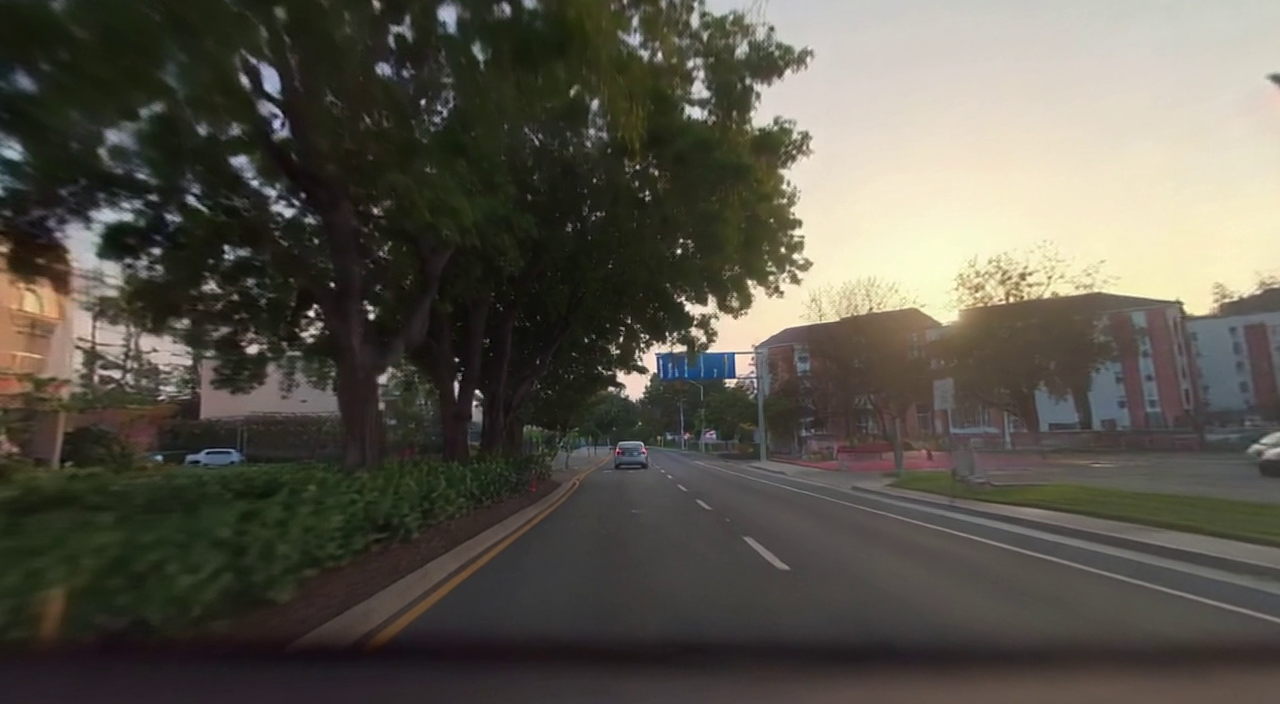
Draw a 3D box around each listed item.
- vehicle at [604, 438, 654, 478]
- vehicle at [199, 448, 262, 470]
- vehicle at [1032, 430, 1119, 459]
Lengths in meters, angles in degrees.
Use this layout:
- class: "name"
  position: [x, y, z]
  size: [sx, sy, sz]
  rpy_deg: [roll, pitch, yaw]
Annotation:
- class: "vehicle"
  position: [-0.482, 5.228, 31.293]
  size: [2.235, 1.719, 4.292]
  rpy_deg: [2, -9, 1]
- class: "vehicle"
  position: [-30.087, 7.831, 46.403]
  size: [1.844, 1.521, 4.304]
  rpy_deg: [1, -9, -2]
- class: "vehicle"
  position: [22.967, 4.895, 33.330]
  size: [1.720, 1.450, 3.741]
  rpy_deg: [0, -8, -4]
